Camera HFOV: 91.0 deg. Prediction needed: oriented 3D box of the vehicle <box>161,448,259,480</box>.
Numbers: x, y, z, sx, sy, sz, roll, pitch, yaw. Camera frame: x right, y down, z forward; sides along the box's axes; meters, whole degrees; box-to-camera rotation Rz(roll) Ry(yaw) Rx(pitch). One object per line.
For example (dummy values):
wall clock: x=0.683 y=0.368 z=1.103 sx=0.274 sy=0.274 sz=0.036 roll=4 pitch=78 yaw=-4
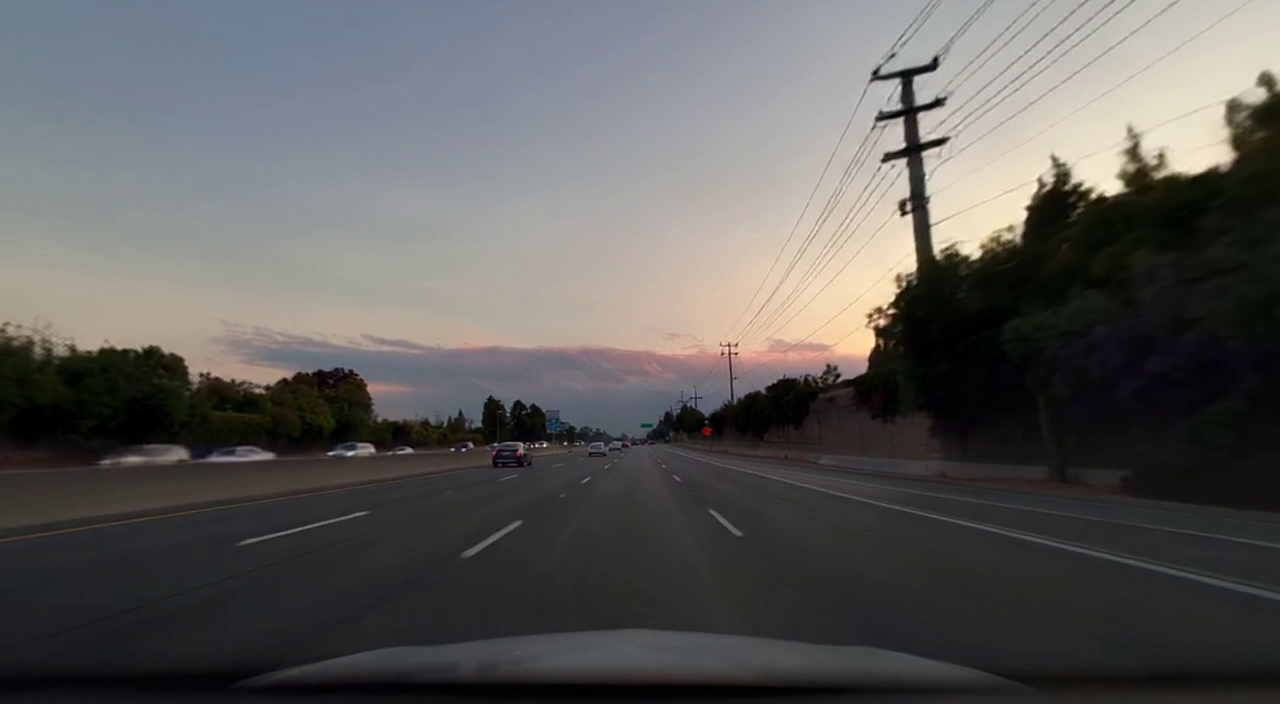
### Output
vehicle: x=-21.679 y=5.649 z=31.989 sx=1.855 sy=1.496 sz=4.408 roll=0 pitch=-9 yaw=0

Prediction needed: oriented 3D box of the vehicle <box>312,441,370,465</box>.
vehicle: x=-21.621 y=7.340 z=45.763 sx=1.934 sy=1.598 sz=4.794 roll=0 pitch=-9 yaw=0

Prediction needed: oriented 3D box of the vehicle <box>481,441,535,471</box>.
vehicle: x=-7.412 y=5.877 z=35.793 sx=2.034 sy=1.563 sz=4.476 roll=0 pitch=-9 yaw=1

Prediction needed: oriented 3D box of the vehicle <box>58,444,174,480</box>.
vehicle: x=-25.382 y=5.320 z=30.728 sx=1.897 sy=1.611 sz=4.344 roll=0 pitch=-9 yaw=0
